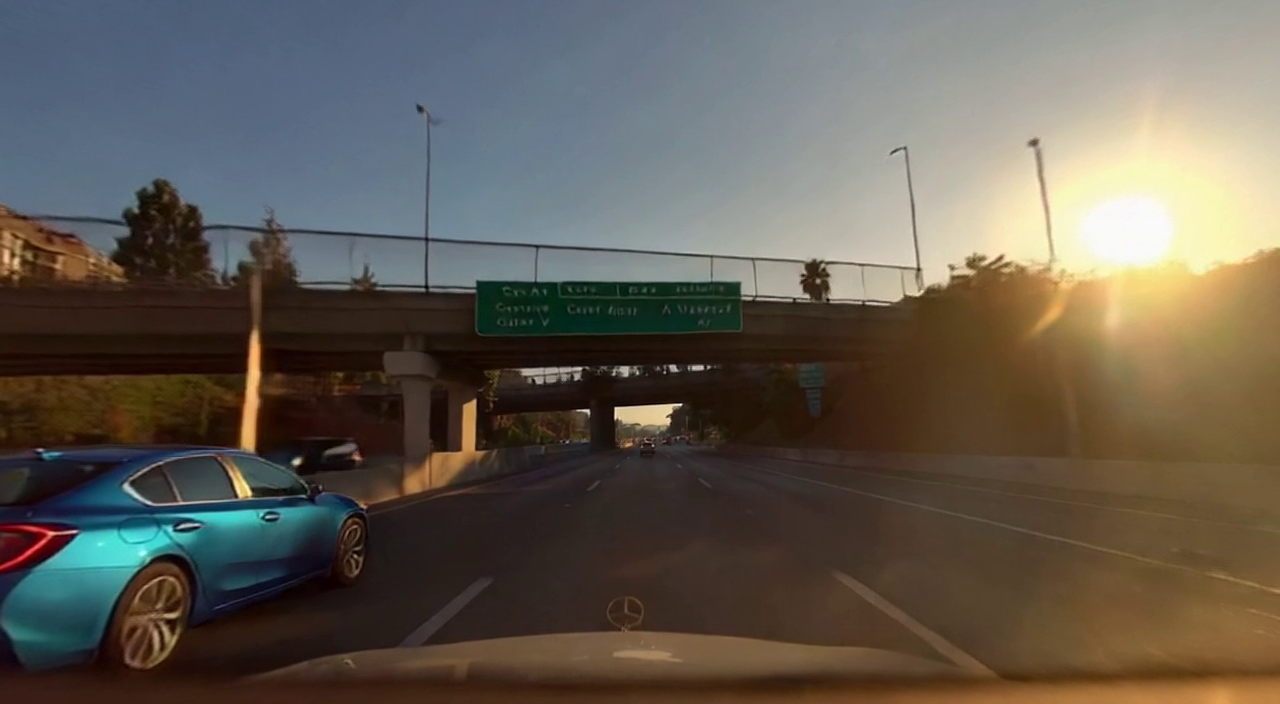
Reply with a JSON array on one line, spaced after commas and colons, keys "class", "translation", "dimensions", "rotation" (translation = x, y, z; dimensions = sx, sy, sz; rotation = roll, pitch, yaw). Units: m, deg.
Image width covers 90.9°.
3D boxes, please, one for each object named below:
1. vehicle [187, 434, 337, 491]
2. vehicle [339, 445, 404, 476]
[{"class": "vehicle", "translation": [-11.870, 3.476, 20.268], "dimensions": [2.020, 1.615, 4.537], "rotation": [0, -8, 0]}, {"class": "vehicle", "translation": [-14.578, 5.905, 34.485], "dimensions": [1.766, 1.535, 3.904], "rotation": [0, -8, 0]}]
